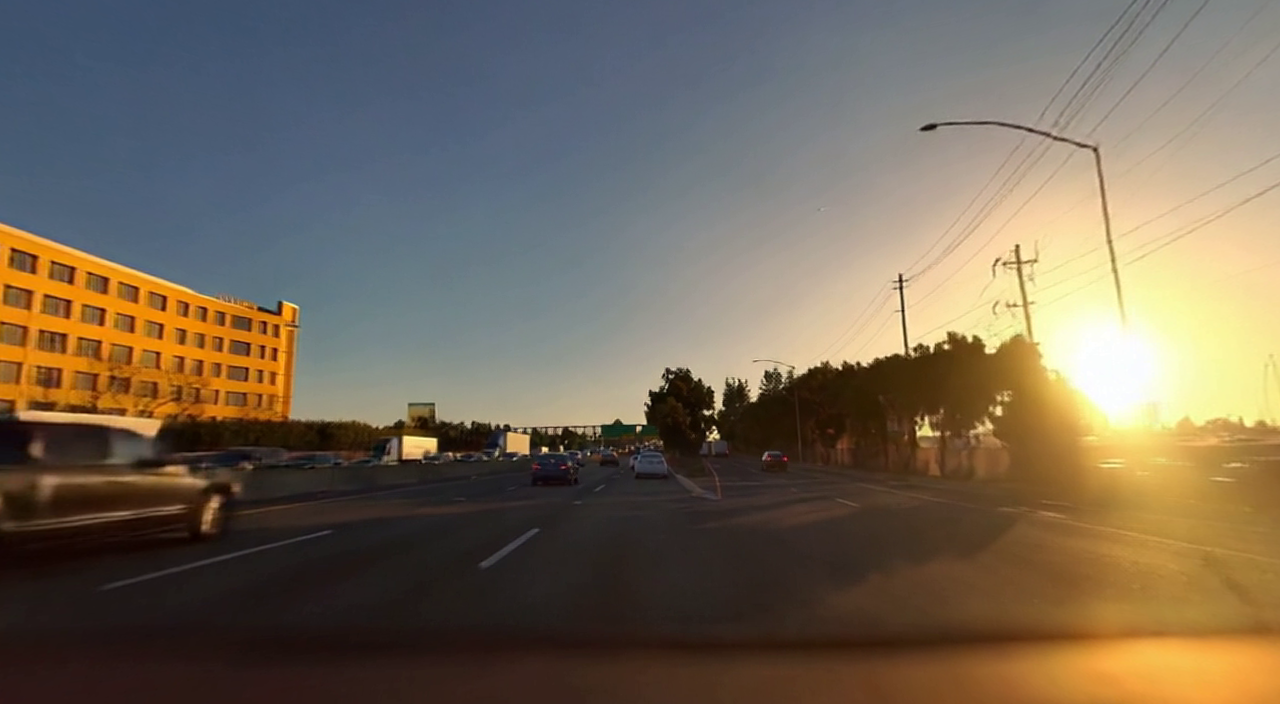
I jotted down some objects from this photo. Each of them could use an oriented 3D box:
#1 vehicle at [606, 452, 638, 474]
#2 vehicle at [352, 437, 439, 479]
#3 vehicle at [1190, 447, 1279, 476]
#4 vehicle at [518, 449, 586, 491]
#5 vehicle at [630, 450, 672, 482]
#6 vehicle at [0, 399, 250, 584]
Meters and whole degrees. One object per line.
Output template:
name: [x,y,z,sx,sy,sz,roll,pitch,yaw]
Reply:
vehicle: [-1.270,8.235,46.821,2.034,1.466,4.363,-1,-8,3]
vehicle: [-12.604,5.485,33.063,2.133,1.970,5.950,0,-8,0]
vehicle: [44.027,7.934,45.927,5.919,1.682,2.144,-3,-9,-3]
vehicle: [-3.516,4.813,26.125,2.059,1.508,4.662,0,-8,1]
vehicle: [0.594,6.086,33.815,2.107,1.538,3.999,0,-8,1]
vehicle: [-7.433,1.614,7.759,2.106,1.827,4.814,0,-8,1]
